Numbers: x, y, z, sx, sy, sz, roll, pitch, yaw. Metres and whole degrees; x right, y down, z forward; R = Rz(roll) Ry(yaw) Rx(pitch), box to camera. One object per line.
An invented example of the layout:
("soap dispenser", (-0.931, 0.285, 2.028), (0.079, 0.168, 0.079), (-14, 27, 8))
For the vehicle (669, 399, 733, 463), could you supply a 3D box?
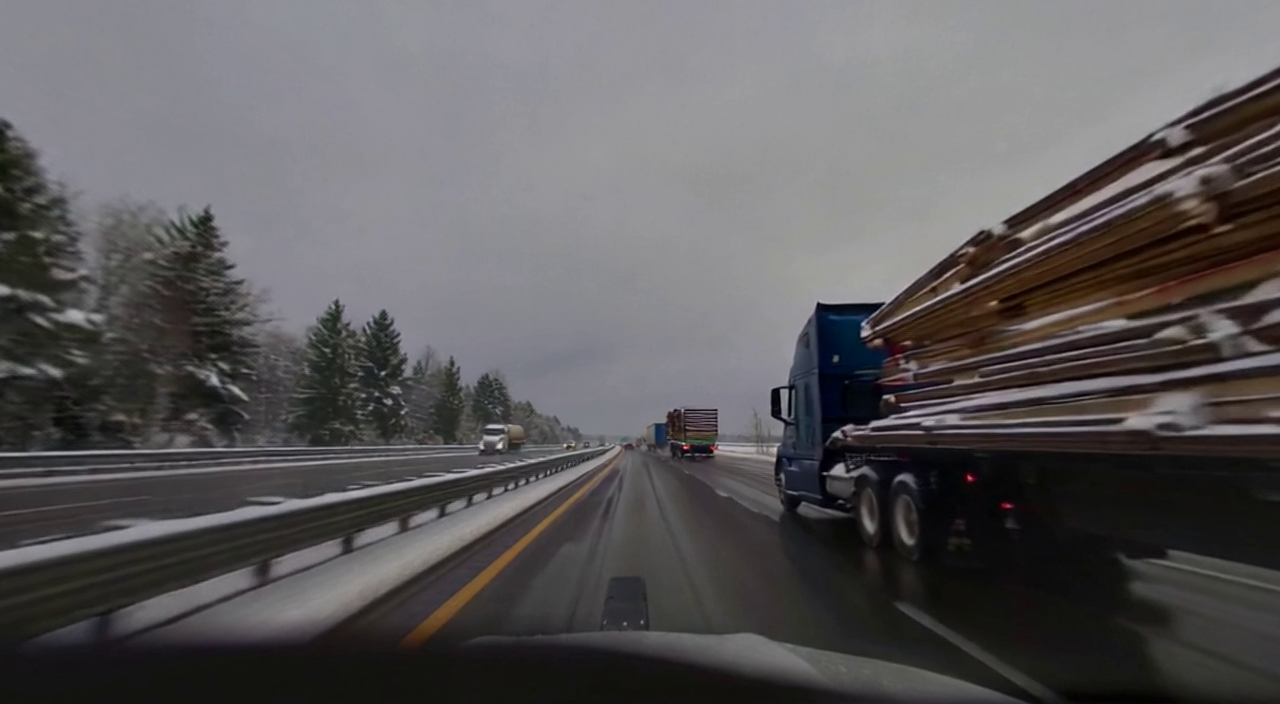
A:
("vehicle", (3.942, 5.720, 44.339), (3.278, 3.788, 13.133), (0, -8, 0))
